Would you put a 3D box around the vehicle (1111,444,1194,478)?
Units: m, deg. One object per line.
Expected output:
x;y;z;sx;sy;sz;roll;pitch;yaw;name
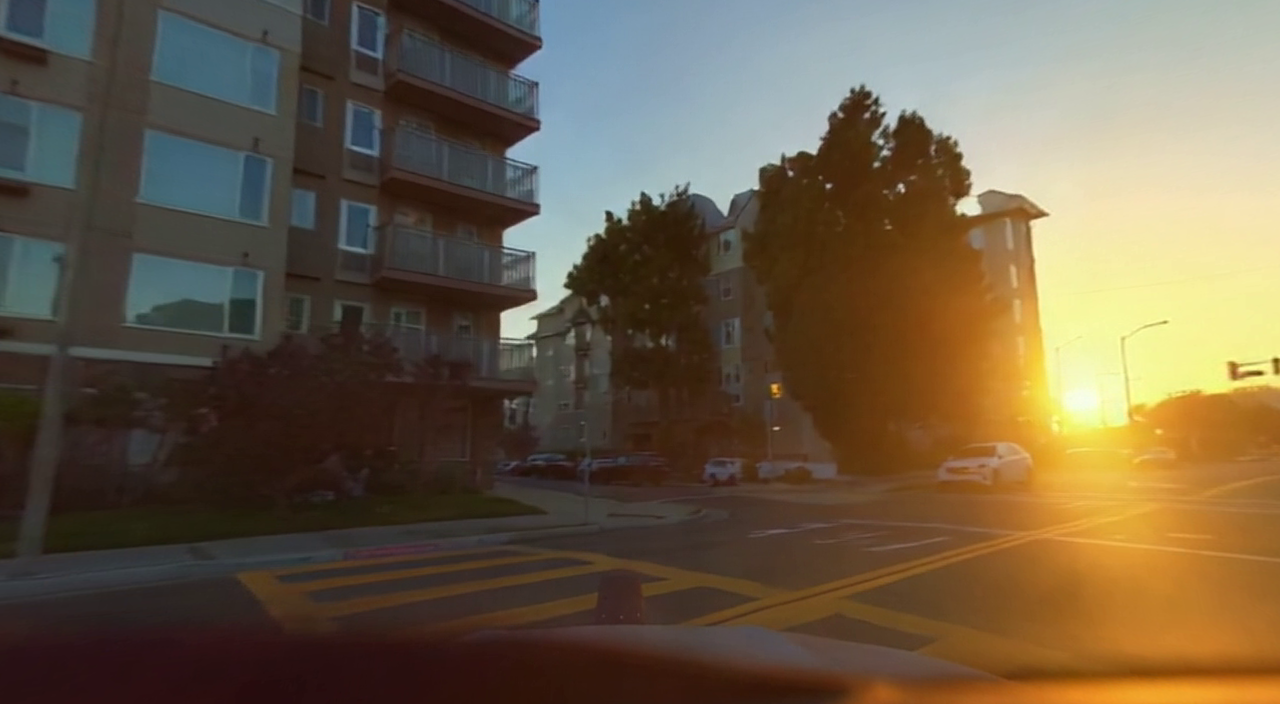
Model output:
24.083;5.054;29.618;4.630;1.484;1.934;7;-11;-39;vehicle

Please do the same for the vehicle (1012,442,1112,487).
15.369;4.028;22.927;4.313;1.462;1.789;7;-11;-40;vehicle

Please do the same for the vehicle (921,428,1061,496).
10.693;3.267;19.149;4.619;1.817;1.993;7;-11;-39;vehicle
